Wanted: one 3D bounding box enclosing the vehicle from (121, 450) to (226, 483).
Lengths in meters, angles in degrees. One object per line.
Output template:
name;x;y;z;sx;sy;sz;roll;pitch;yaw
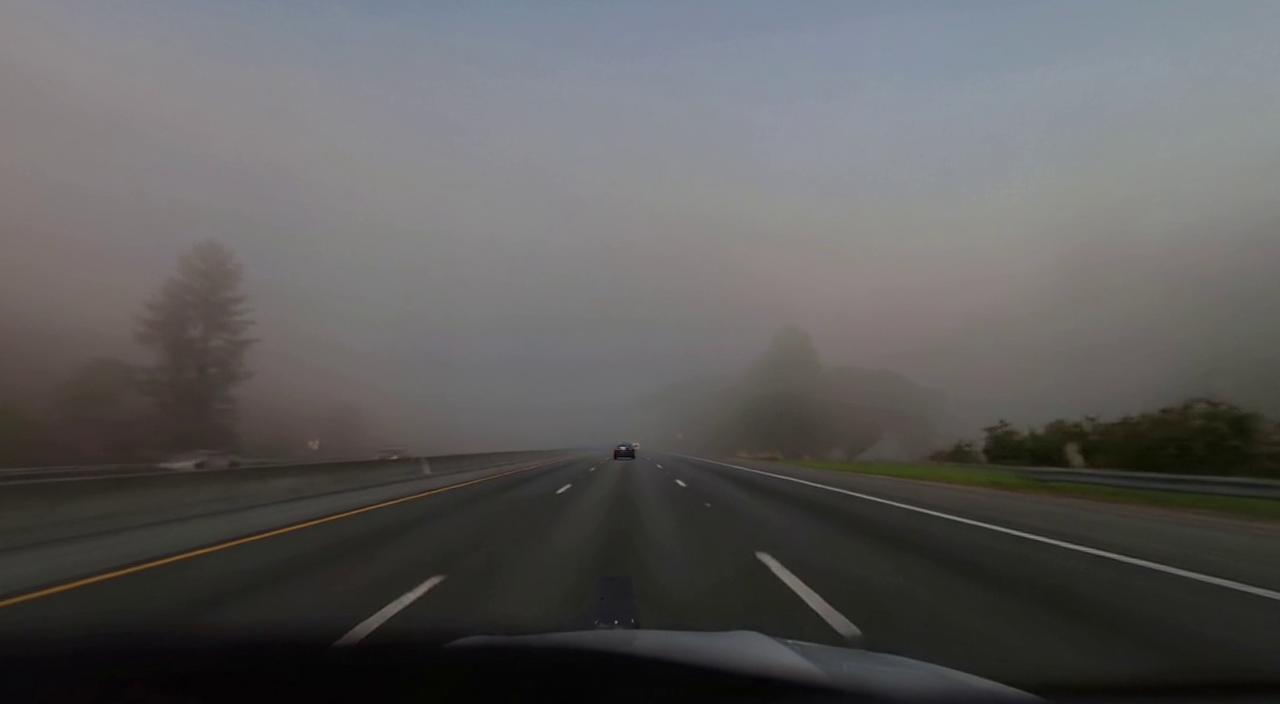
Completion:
vehicle;-24.069;5.886;32.728;1.996;1.493;4.570;0;-8;-1

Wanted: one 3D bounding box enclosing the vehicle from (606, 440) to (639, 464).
vehicle;-1.184;6.880;43.529;2.158;1.562;4.373;0;-8;-1
